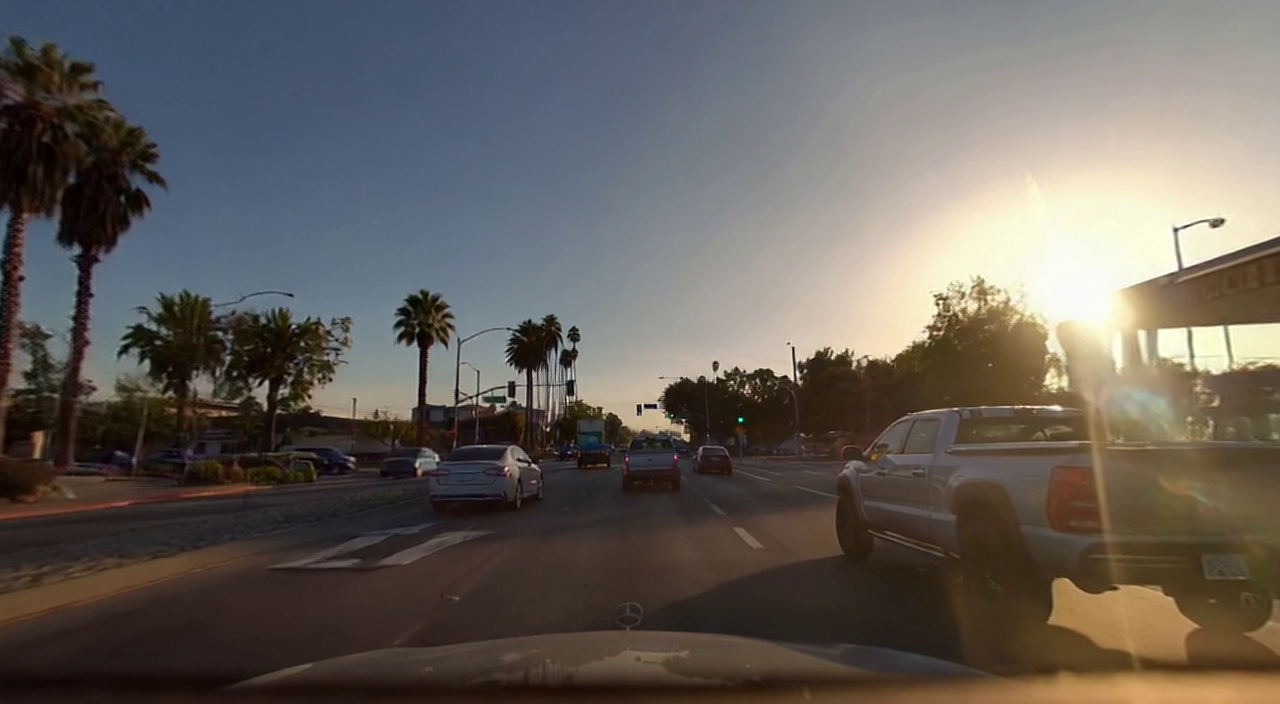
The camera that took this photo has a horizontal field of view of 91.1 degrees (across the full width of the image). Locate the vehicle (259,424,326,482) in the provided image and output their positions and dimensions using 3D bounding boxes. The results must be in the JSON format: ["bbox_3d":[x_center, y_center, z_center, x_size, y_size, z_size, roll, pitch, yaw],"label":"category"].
[{"bbox_3d":[-18.438,5.316,33.238,2.109,2.870,3.441,8,-11,-43],"label":"vehicle"}]

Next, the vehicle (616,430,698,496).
[{"bbox_3d":[0.478,3.530,20.403,2.295,1.835,5.471,0,-8,0],"label":"vehicle"}]

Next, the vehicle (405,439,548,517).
[{"bbox_3d":[-3.554,2.826,14.712,1.983,1.502,4.720,0,-8,2],"label":"vehicle"}]

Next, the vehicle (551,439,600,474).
[{"bbox_3d":[-3.452,5.713,34.637,2.071,1.811,4.605,0,-8,2],"label":"vehicle"}]

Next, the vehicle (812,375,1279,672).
[{"bbox_3d":[3.672,1.453,6.706,2.120,1.828,5.531,0,-8,0],"label":"vehicle"}]

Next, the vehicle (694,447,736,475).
[{"bbox_3d":[4.117,6.051,35.082,1.901,1.401,3.965,0,-8,1],"label":"vehicle"}]

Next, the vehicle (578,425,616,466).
[{"bbox_3d":[-3.114,6.978,46.767,2.393,2.865,5.466,0,-8,0],"label":"vehicle"}]
